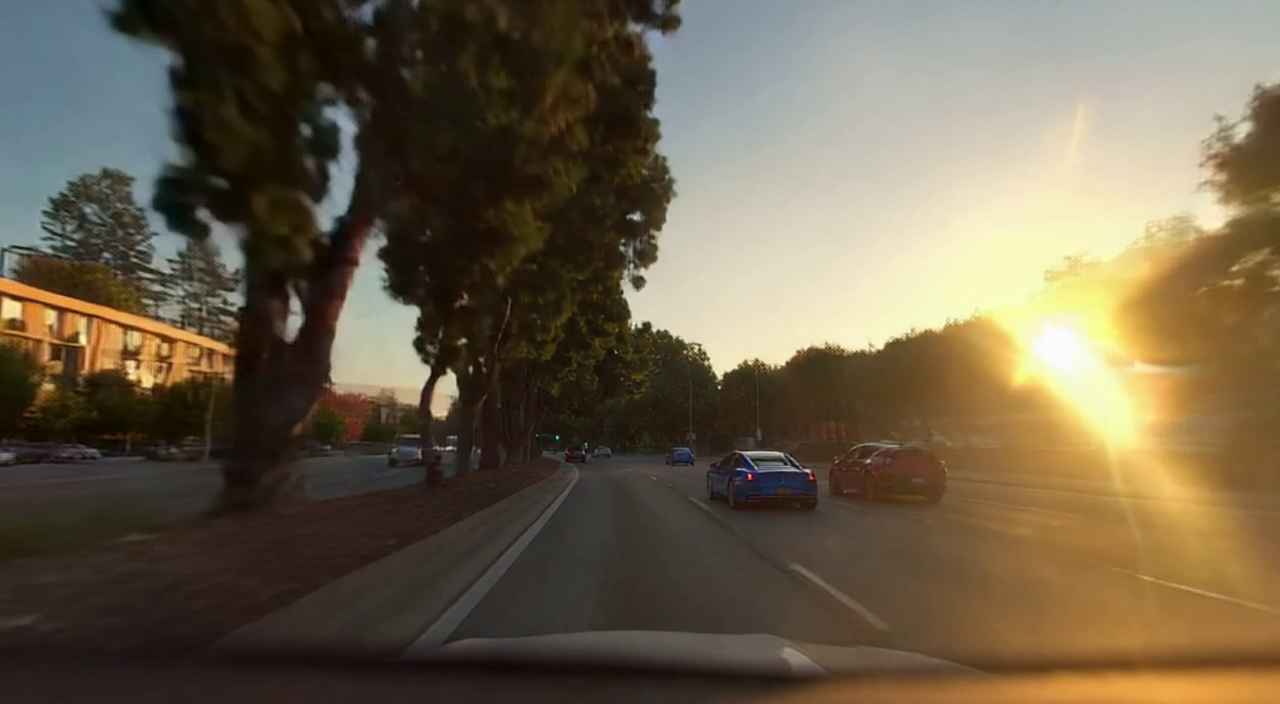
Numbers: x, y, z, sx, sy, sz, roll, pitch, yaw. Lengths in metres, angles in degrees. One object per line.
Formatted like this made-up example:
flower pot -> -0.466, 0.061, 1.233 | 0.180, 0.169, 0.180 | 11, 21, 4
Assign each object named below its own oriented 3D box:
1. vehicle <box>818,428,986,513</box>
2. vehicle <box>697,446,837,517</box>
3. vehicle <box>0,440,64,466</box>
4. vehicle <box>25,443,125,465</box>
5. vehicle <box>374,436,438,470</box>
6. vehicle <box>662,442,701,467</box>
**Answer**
vehicle -> 6.053, 2.781, 15.302 | 1.987, 1.730, 4.373 | 0, -9, -3
vehicle -> 2.660, 2.829, 14.400 | 1.990, 1.347, 4.388 | 1, -9, -4
vehicle -> -36.664, 5.819, 36.551 | 4.431, 1.453, 1.963 | 2, -9, -9
vehicle -> -37.600, 6.804, 42.175 | 4.555, 1.448, 1.912 | 1, -9, -8
vehicle -> -13.056, 5.680, 35.617 | 2.202, 1.770, 4.742 | 1, -9, -6
vehicle -> 2.914, 7.280, 45.026 | 1.931, 1.685, 4.054 | 1, -9, -9
